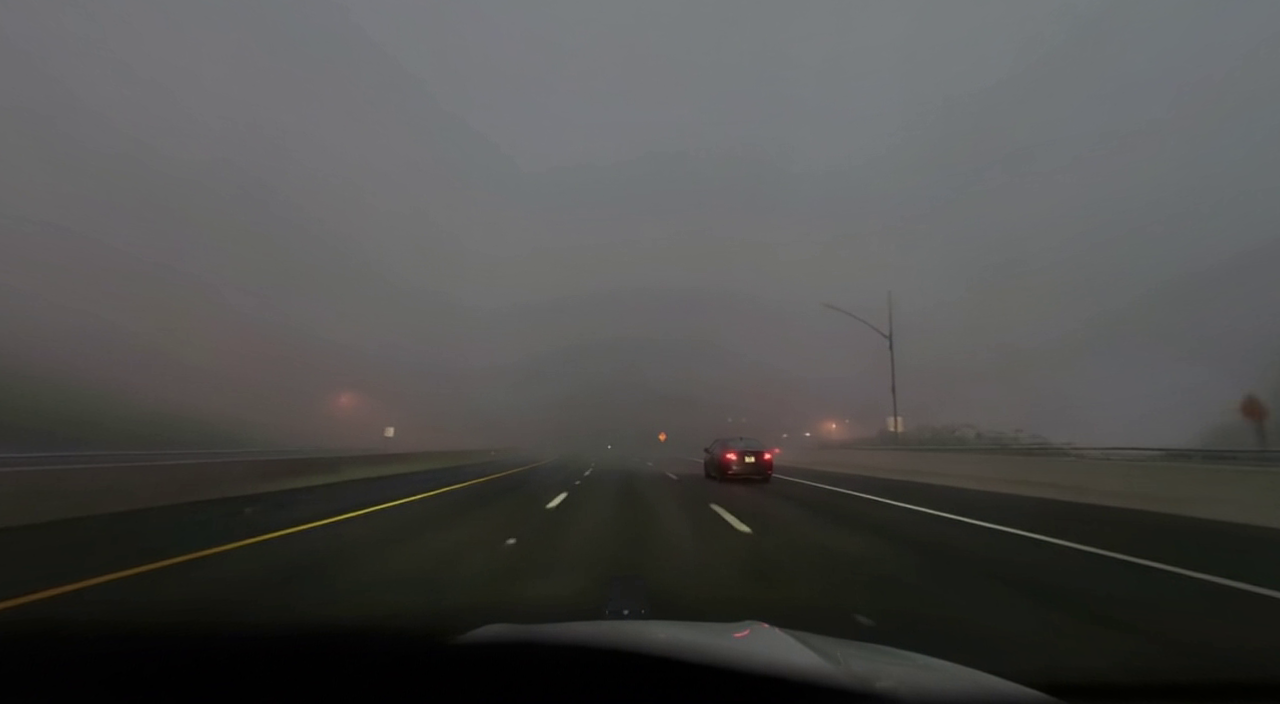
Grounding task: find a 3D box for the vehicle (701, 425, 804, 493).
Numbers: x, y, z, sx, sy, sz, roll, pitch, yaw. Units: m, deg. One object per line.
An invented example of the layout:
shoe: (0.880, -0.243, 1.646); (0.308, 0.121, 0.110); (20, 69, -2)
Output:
vehicle: (3.069, 3.033, 18.204); (2.059, 1.715, 4.192); (0, -8, -2)
